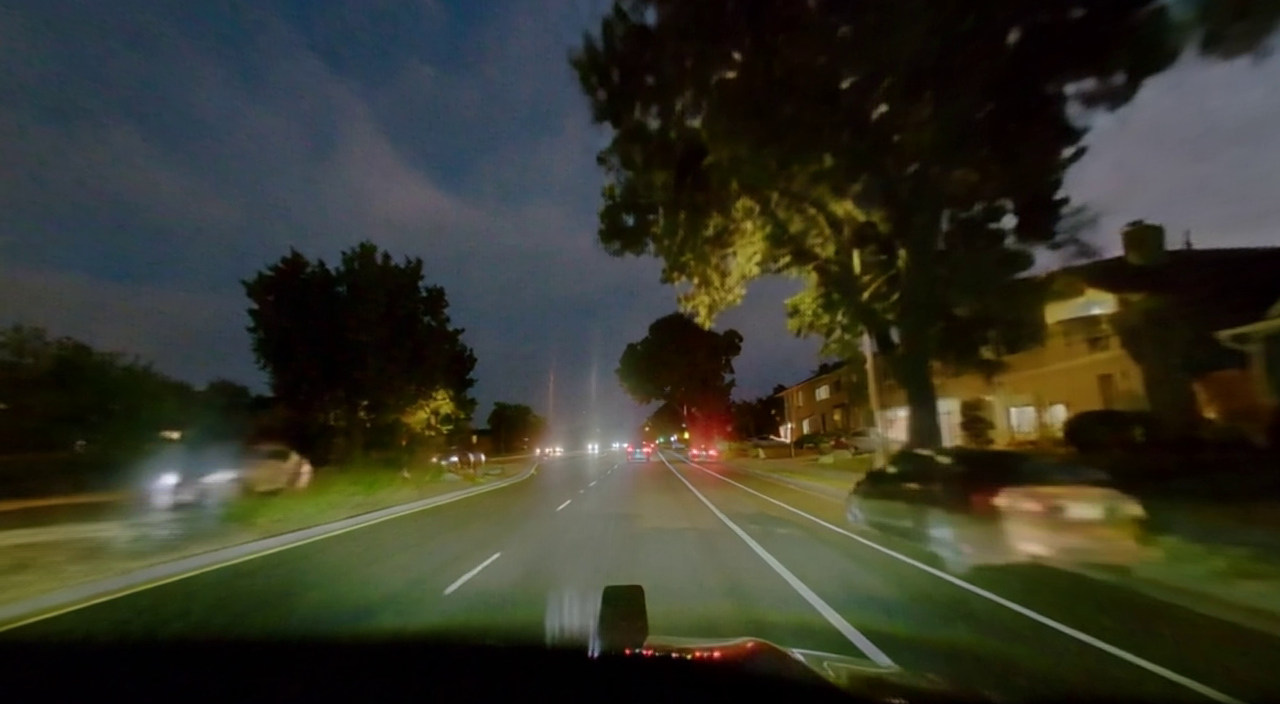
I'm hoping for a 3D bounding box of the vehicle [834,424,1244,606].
[{"bbox_3d":[4.066,1.712,7.595,2.045,1.517,4.394,0,-8,0],"label":"vehicle"}]

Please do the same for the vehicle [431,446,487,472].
[{"bbox_3d":[-11.338,6.709,39.776,2.003,1.457,4.762,-1,-8,1],"label":"vehicle"}]

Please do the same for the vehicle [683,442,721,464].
[{"bbox_3d":[4.380,7.206,45.333,2.080,1.469,4.898,0,-8,-1],"label":"vehicle"}]

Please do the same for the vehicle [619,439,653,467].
[{"bbox_3d":[-0.252,6.275,39.357,2.024,1.655,4.301,0,-8,0],"label":"vehicle"}]

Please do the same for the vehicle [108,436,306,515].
[{"bbox_3d":[-11.073,3.151,16.667,2.007,1.689,4.541,-2,-8,0],"label":"vehicle"}]
